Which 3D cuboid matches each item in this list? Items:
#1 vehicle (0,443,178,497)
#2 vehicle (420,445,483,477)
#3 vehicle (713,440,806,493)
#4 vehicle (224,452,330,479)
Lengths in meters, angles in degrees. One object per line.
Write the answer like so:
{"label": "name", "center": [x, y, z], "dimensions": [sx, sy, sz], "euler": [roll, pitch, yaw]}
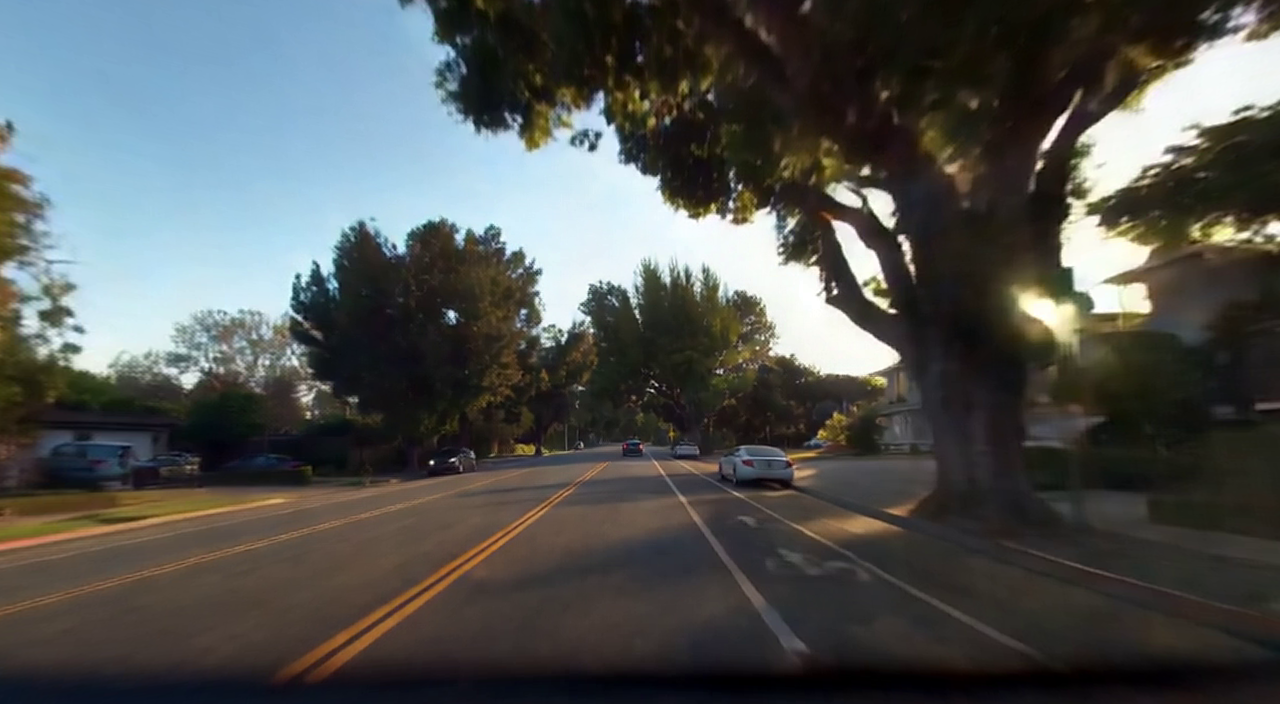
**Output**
{"label": "vehicle", "center": [-19.974, 4.257, 23.028], "dimensions": [4.496, 1.823, 2.046], "euler": [1, -8, -6]}
{"label": "vehicle", "center": [-11.517, 6.659, 39.042], "dimensions": [2.086, 1.711, 5.661], "euler": [-4, -8, 0]}
{"label": "vehicle", "center": [3.718, 3.647, 20.559], "dimensions": [2.014, 1.498, 4.484], "euler": [0, -8, -2]}
{"label": "vehicle", "center": [-18.809, 5.889, 32.869], "dimensions": [4.326, 1.355, 1.812], "euler": [1, -8, -4]}
